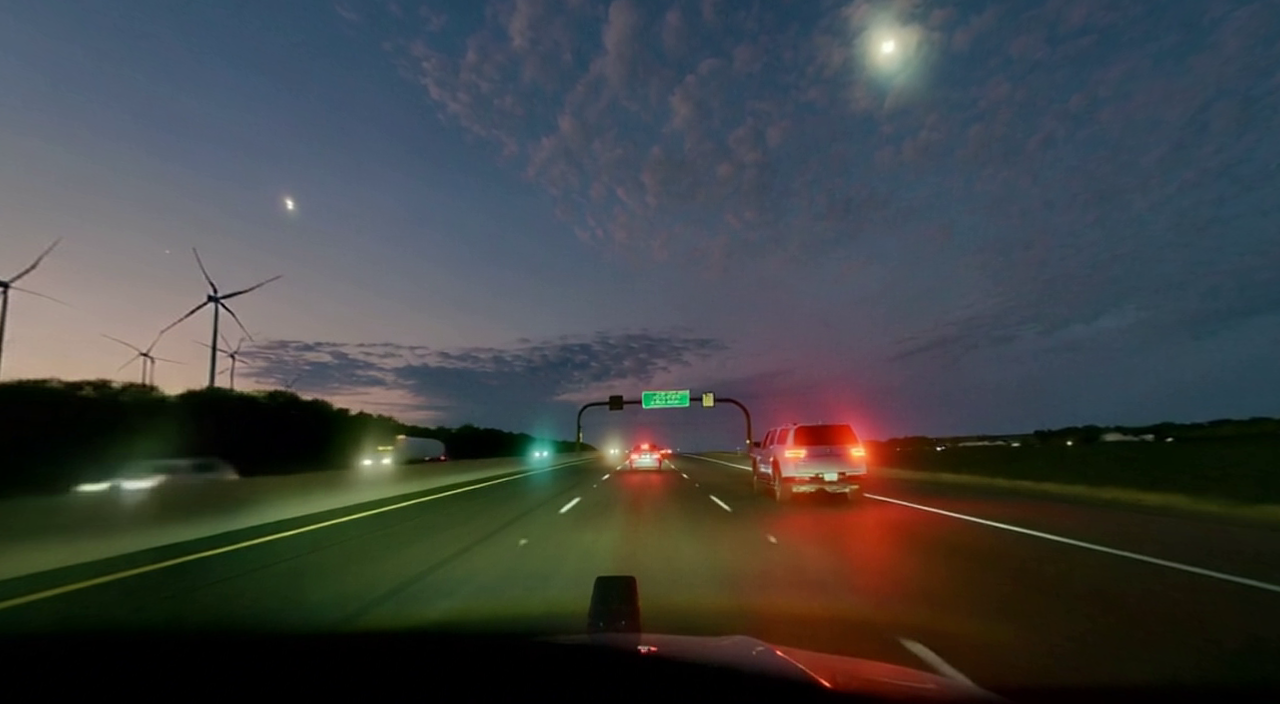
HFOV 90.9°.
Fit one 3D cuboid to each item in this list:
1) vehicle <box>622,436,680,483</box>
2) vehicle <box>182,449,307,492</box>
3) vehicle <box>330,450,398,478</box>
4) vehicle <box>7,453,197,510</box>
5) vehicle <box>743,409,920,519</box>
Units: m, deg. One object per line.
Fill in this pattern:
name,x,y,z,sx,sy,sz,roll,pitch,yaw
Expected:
vehicle,0.364,4.166,24.712,2.083,1.653,3.787,-1,-9,0
vehicle,-16.043,4.798,25.886,2.420,1.543,4.109,-1,-9,1
vehicle,-19.347,7.849,44.507,2.231,1.736,5.468,-1,-8,1
vehicle,-15.979,3.821,19.112,1.758,1.456,4.483,-1,-9,1
vehicle,3.731,2.315,13.470,2.104,1.861,4.956,-1,-9,-1
